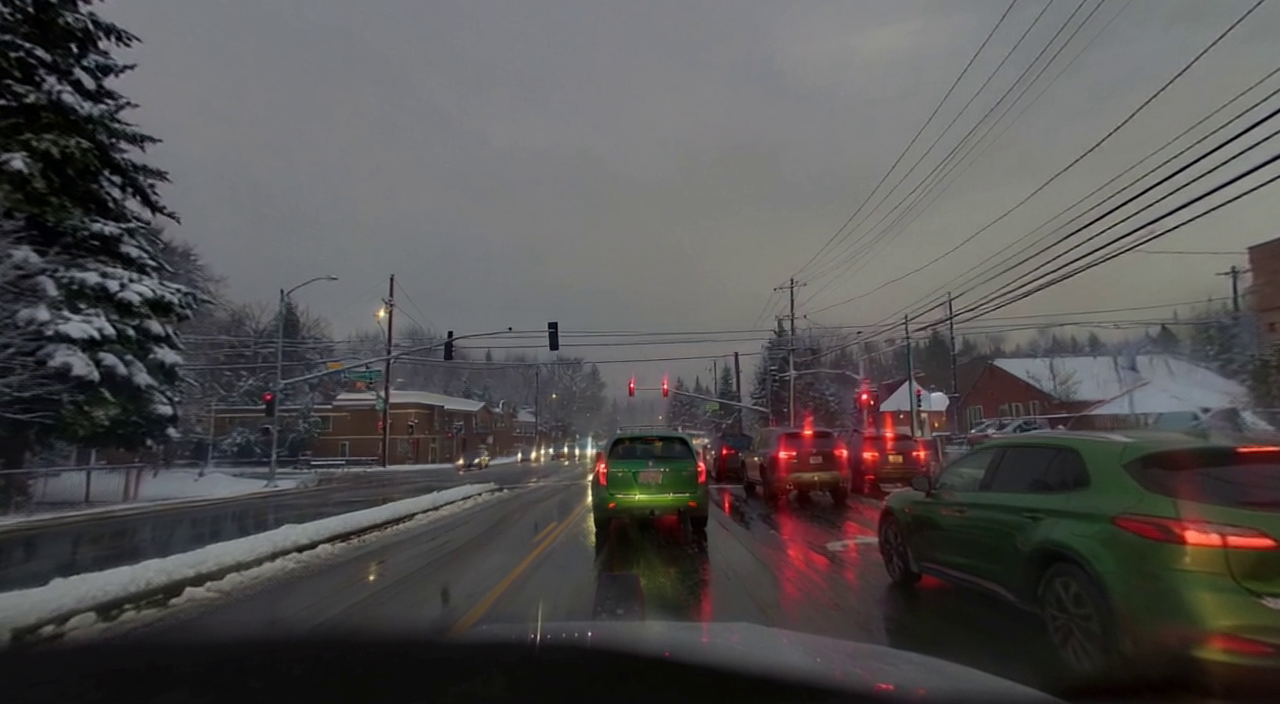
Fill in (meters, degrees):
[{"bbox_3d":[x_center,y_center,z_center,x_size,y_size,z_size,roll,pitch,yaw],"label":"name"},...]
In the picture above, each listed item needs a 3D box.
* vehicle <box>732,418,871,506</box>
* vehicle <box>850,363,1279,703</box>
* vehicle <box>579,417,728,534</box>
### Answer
[{"bbox_3d":[3.699,2.633,15.506,2.060,1.789,4.712,0,-9,-1],"label":"vehicle"},{"bbox_3d":[3.324,1.165,4.801,1.998,1.620,4.267,0,-9,1],"label":"vehicle"},{"bbox_3d":[0.189,2.084,11.177,2.149,1.668,3.962,0,-9,0],"label":"vehicle"}]
